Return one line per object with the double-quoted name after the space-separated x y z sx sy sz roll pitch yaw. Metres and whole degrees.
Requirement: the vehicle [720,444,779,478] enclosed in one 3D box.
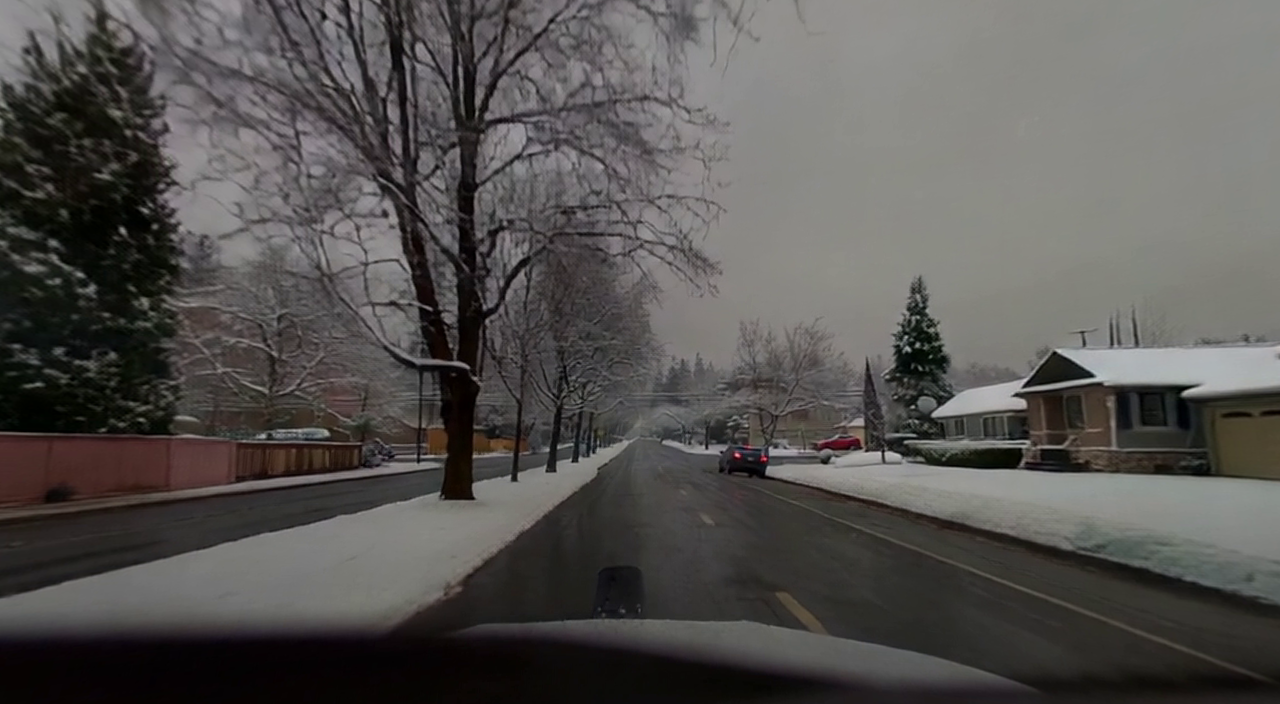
5.050 5.063 29.690 1.904 1.475 4.386 0 -8 -1 "vehicle"
